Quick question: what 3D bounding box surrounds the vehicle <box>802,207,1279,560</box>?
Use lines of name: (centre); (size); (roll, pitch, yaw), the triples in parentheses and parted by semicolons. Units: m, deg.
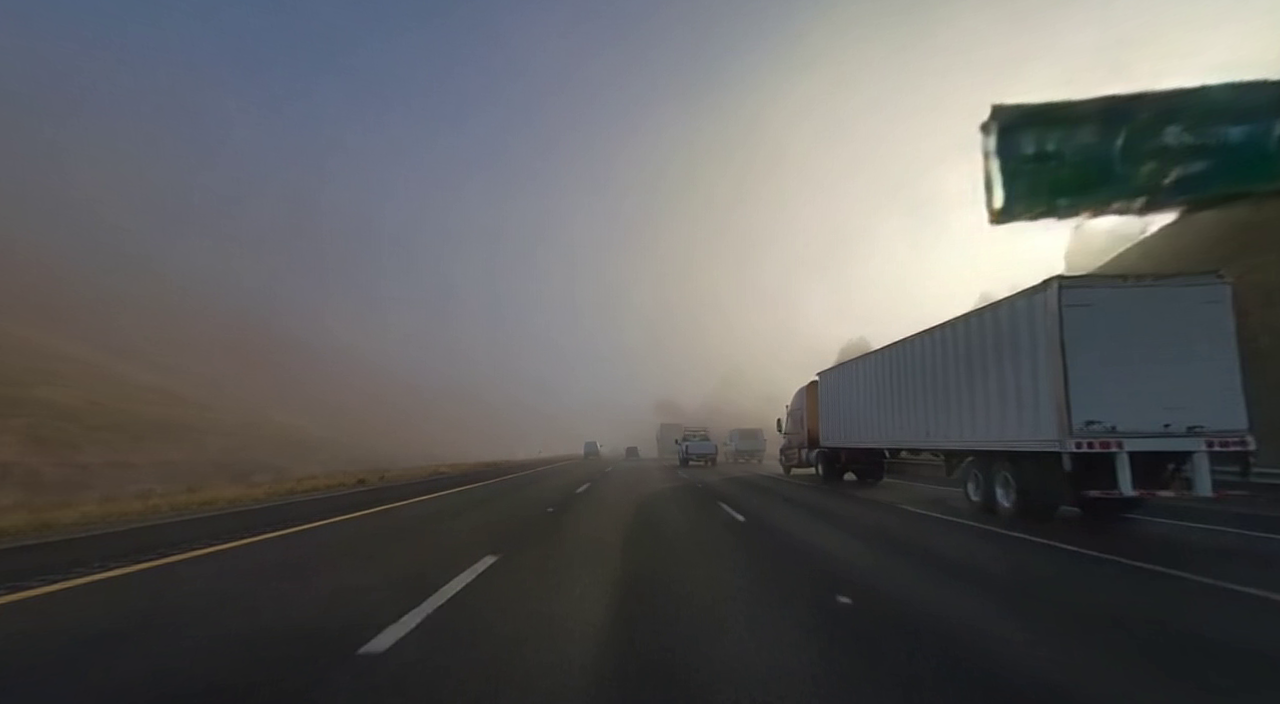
vehicle: (7.632, 1.523, 15.561); (2.935, 4.187, 16.357); (0, -9, 0)

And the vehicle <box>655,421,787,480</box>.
vehicle: (3.216, 4.060, 26.093); (5.075, 2.277, 2.365); (0, -9, -3)

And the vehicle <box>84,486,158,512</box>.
vehicle: (-37.012, 10.473, 45.184); (1.808, 1.497, 4.178); (0, -9, -1)
